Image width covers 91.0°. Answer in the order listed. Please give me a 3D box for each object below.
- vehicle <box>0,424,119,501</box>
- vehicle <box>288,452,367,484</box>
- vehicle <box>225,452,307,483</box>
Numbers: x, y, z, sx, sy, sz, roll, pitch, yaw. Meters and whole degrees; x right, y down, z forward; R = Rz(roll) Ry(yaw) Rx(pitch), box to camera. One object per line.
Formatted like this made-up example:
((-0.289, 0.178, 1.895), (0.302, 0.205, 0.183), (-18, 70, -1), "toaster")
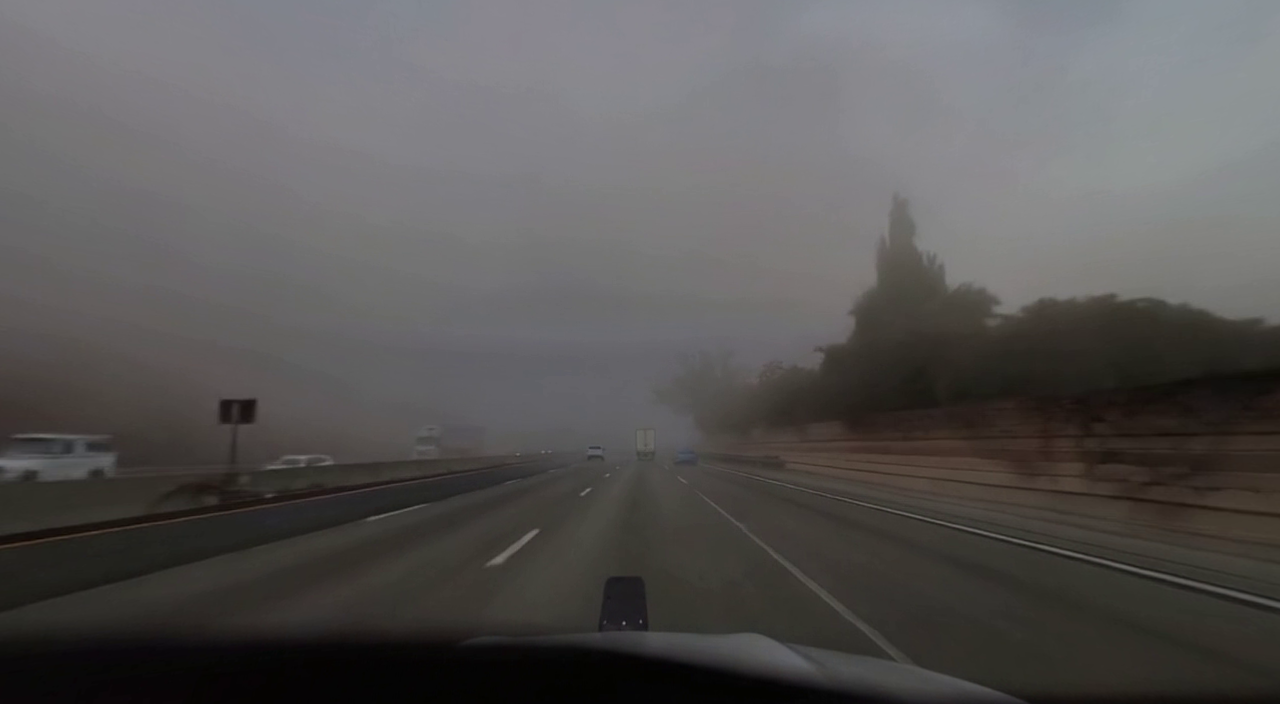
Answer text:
((-24.104, 4.265, 24.645), (2.523, 2.744, 5.403), (0, -8, 2), "vehicle")
((-15.288, 5.660, 31.038), (1.892, 1.416, 3.810), (0, -8, 0), "vehicle")
((-19.363, 5.963, 32.762), (1.803, 1.469, 3.892), (0, -8, 1), "vehicle")
